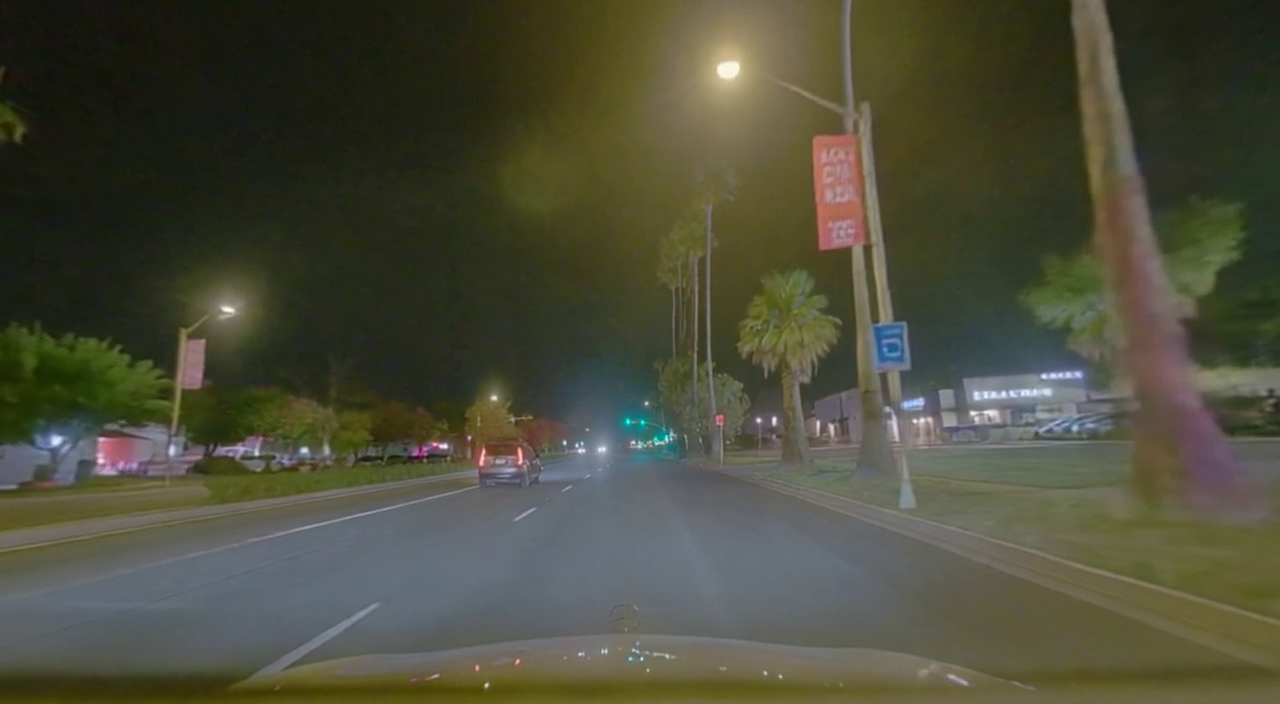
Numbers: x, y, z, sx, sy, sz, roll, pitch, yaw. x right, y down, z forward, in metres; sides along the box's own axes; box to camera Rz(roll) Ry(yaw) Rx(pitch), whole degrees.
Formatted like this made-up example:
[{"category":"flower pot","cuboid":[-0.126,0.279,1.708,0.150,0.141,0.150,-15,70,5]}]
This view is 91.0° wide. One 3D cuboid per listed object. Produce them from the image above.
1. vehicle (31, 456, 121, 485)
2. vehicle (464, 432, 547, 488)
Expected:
[{"category":"vehicle","cuboid":[-34.825,7.307,39.014,1.867,1.568,4.132,1,-8,-4]},{"category":"vehicle","cuboid":[-4.806,3.916,23.234,2.136,1.844,4.363,0,-8,-1]}]
